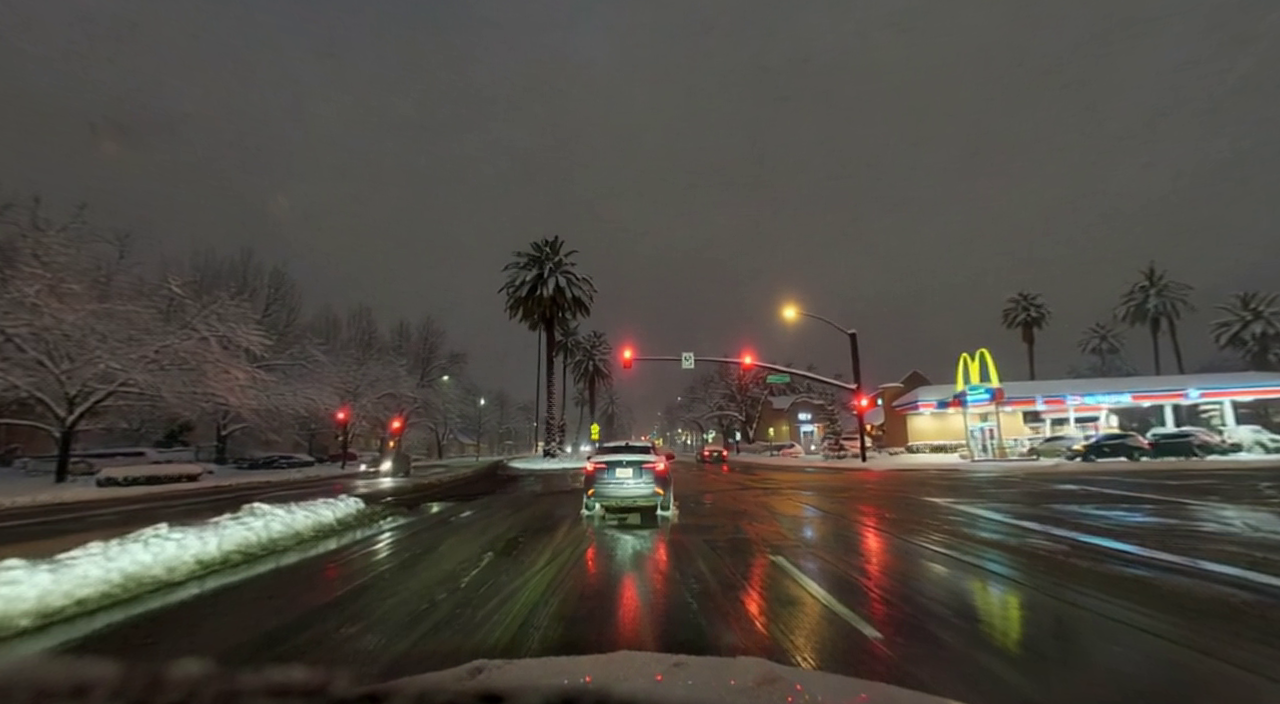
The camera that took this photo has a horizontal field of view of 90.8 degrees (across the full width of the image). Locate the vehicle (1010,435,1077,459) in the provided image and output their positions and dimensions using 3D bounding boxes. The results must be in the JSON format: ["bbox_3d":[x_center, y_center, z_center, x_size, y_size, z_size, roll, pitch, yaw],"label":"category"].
[{"bbox_3d":[26.471,6.231,41.610,1.923,1.501,3.849,0,-8,2],"label":"vehicle"}]

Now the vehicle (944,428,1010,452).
[{"bbox_3d":[24.716,6.487,46.417,3.783,1.560,1.853,-4,-10,13],"label":"vehicle"}]

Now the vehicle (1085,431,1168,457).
[{"bbox_3d":[31.930,6.076,41.643,1.903,1.630,4.320,0,-8,-2],"label":"vehicle"}]

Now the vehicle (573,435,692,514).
[{"bbox_3d":[-0.146,2.678,14.390,2.270,1.475,4.571,0,-8,0],"label":"vehicle"}]

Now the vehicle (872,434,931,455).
[{"bbox_3d":[19.682,6.984,47.647,3.833,1.495,1.892,-2,-9,15],"label":"vehicle"}]

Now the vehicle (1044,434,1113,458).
[{"bbox_3d":[28.941,6.226,41.838,1.848,1.467,3.941,-1,-8,3],"label":"vehicle"}]

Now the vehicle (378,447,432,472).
[{"bbox_3d":[-15.478,7.102,41.868,1.896,1.508,4.659,0,-8,-1],"label":"vehicle"}]

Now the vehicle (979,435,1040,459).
[{"bbox_3d":[24.408,6.283,41.850,1.738,1.462,3.609,0,-8,-1],"label":"vehicle"}]
